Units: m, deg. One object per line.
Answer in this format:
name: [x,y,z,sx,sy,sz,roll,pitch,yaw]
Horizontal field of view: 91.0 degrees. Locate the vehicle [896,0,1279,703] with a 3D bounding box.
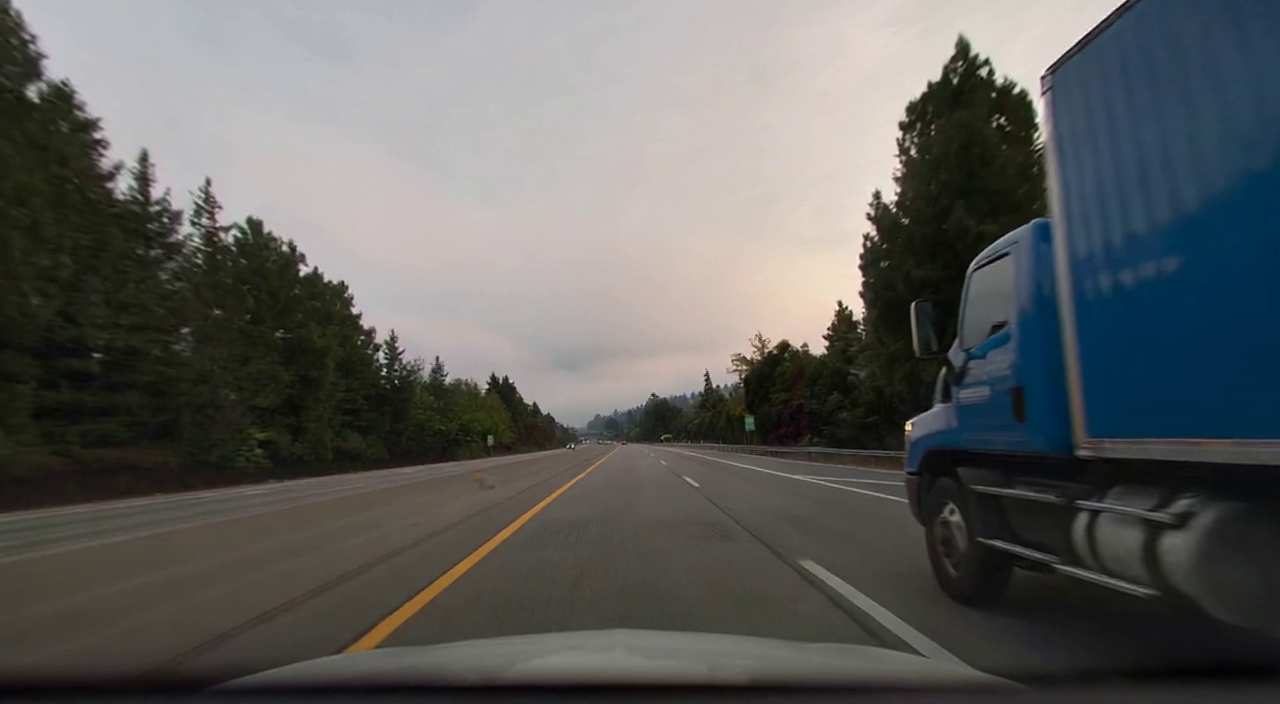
vehicle: [4.077,-0.374,0.926,2.948,3.586,10.177,0,-8,-1]
